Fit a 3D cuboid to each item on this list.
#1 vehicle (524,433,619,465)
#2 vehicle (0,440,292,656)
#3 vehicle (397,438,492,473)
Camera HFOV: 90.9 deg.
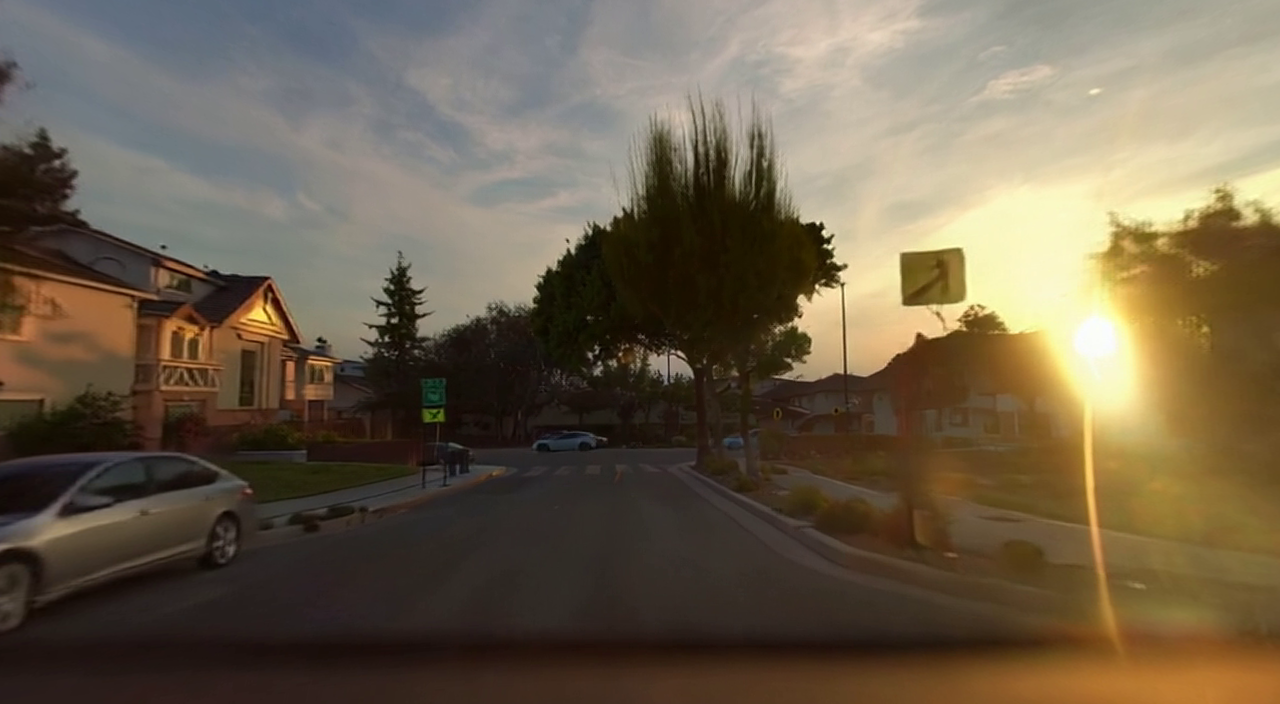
[{"bbox_3d":[-4.048,5.736,37.556,5.181,1.768,2.139,4,-9,-26],"label":"vehicle"},{"bbox_3d":[-5.373,1.564,5.831,1.919,1.464,4.155,0,-8,0],"label":"vehicle"},{"bbox_3d":[-10.276,5.405,33.269,4.639,1.700,2.002,2,-8,-17],"label":"vehicle"}]
